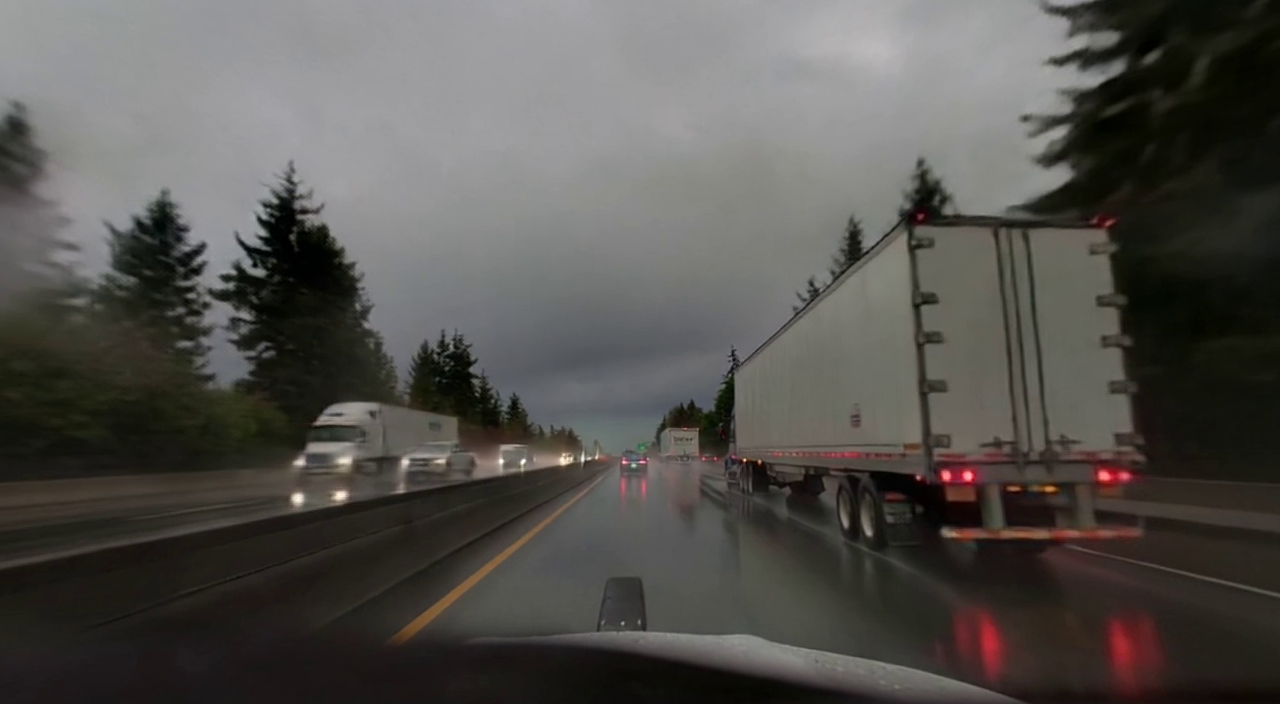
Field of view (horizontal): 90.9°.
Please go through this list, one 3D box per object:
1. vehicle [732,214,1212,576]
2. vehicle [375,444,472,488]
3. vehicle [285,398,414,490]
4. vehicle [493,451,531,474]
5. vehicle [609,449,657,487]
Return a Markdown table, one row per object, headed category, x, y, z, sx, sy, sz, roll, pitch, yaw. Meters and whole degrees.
| category | x | y | z | sx | sy | sz | roll | pitch | yaw |
| --- | --- | --- | --- | --- | --- | --- | --- | --- | --- |
| vehicle | 4.628 | 1.476 | 13.977 | 2.842 | 4.060 | 13.939 | 0 | -9 | -1 |
| vehicle | -8.501 | 4.521 | 25.303 | 2.065 | 1.558 | 5.029 | 0 | -9 | 0 |
| vehicle | -13.169 | 4.291 | 29.240 | 3.006 | 3.824 | 5.867 | 0 | -9 | 0 |
| vehicle | -8.857 | 7.647 | 43.767 | 1.848 | 1.453 | 3.640 | 0 | -9 | 0 |
| vehicle | -0.299 | 4.915 | 27.015 | 1.939 | 1.495 | 3.612 | 0 | -9 | -1 |
